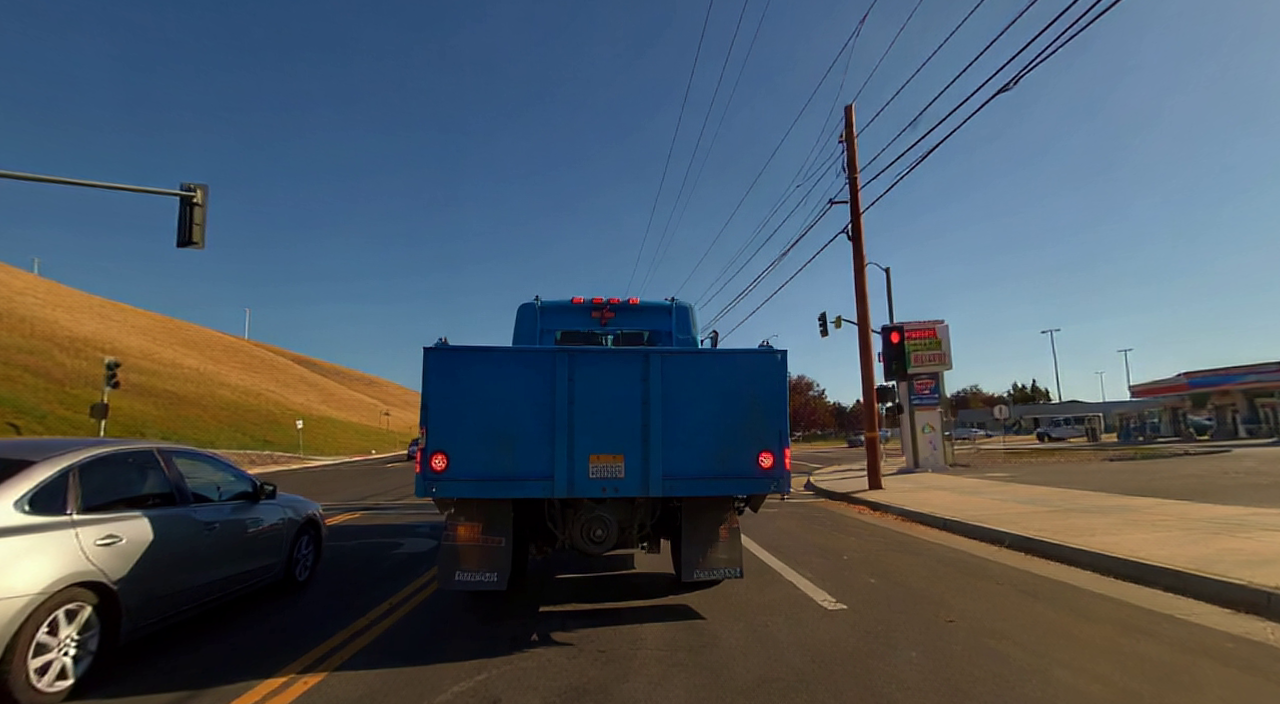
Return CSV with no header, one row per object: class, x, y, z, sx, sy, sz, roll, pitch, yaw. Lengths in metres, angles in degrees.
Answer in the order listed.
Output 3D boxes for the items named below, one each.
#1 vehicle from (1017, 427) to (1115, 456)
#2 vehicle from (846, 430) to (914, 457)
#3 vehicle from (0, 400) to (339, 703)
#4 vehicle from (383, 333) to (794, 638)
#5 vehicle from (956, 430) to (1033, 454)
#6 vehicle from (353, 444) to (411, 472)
vehicle,25.596,5.391,37.916,4.419,1.496,1.854,-2,-9,1
vehicle,18.627,7.077,48.653,2.360,1.917,6.346,-8,-12,44
vehicle,-3.952,1.191,3.989,2.017,1.555,4.150,-1,-9,0
vehicle,-0.413,1.324,7.214,2.859,2.144,5.406,0,-9,-1
vehicle,26.717,6.787,47.405,5.021,1.757,2.012,2,-9,-16
vehicle,-17.085,7.020,41.929,2.133,1.690,4.331,0,-9,-3
